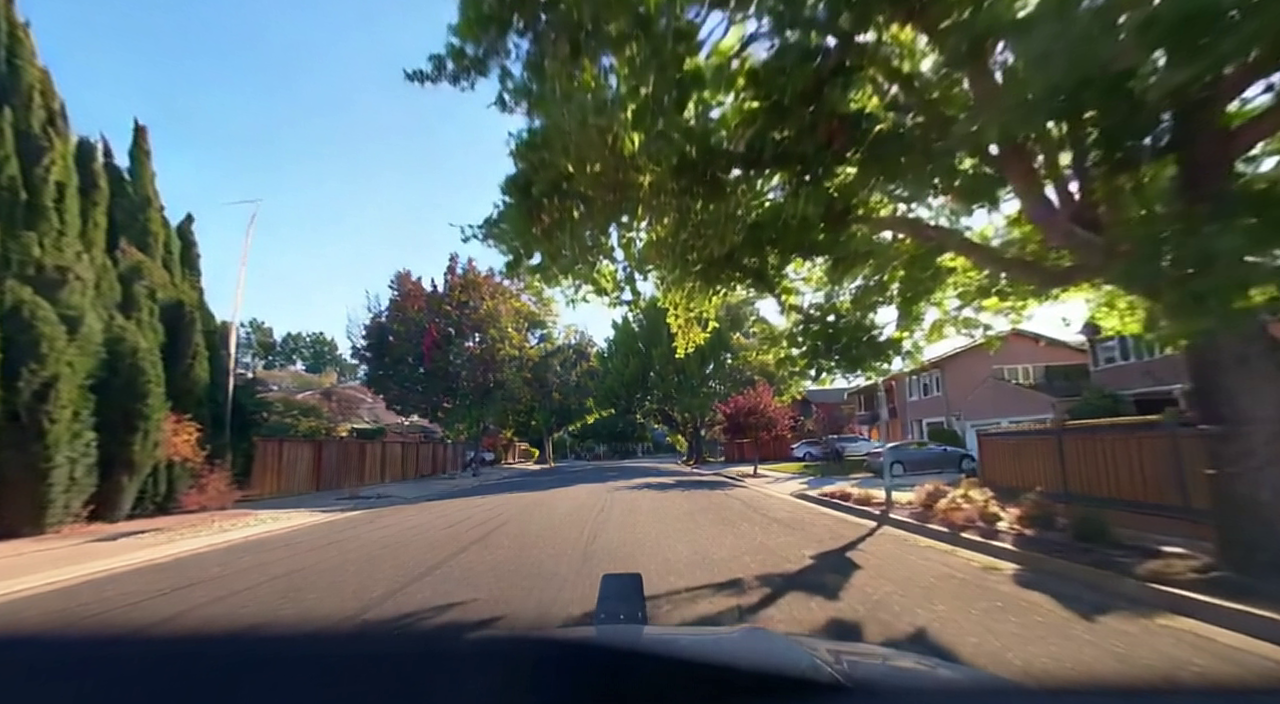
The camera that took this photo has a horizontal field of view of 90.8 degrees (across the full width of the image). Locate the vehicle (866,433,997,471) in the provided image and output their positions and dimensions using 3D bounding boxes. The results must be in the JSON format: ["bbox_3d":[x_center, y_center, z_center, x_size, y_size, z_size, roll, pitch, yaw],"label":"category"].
[{"bbox_3d":[11.751,4.066,25.711,4.415,1.457,1.797,0,-9,1],"label":"vehicle"}]

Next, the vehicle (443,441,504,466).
[{"bbox_3d":[-12.741,7.727,48.252,4.656,1.835,2.039,-7,-11,37],"label":"vehicle"}]

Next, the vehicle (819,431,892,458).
[{"bbox_3d":[14.287,6.181,42.124,4.261,1.725,1.955,-2,-8,11],"label":"vehicle"}]
